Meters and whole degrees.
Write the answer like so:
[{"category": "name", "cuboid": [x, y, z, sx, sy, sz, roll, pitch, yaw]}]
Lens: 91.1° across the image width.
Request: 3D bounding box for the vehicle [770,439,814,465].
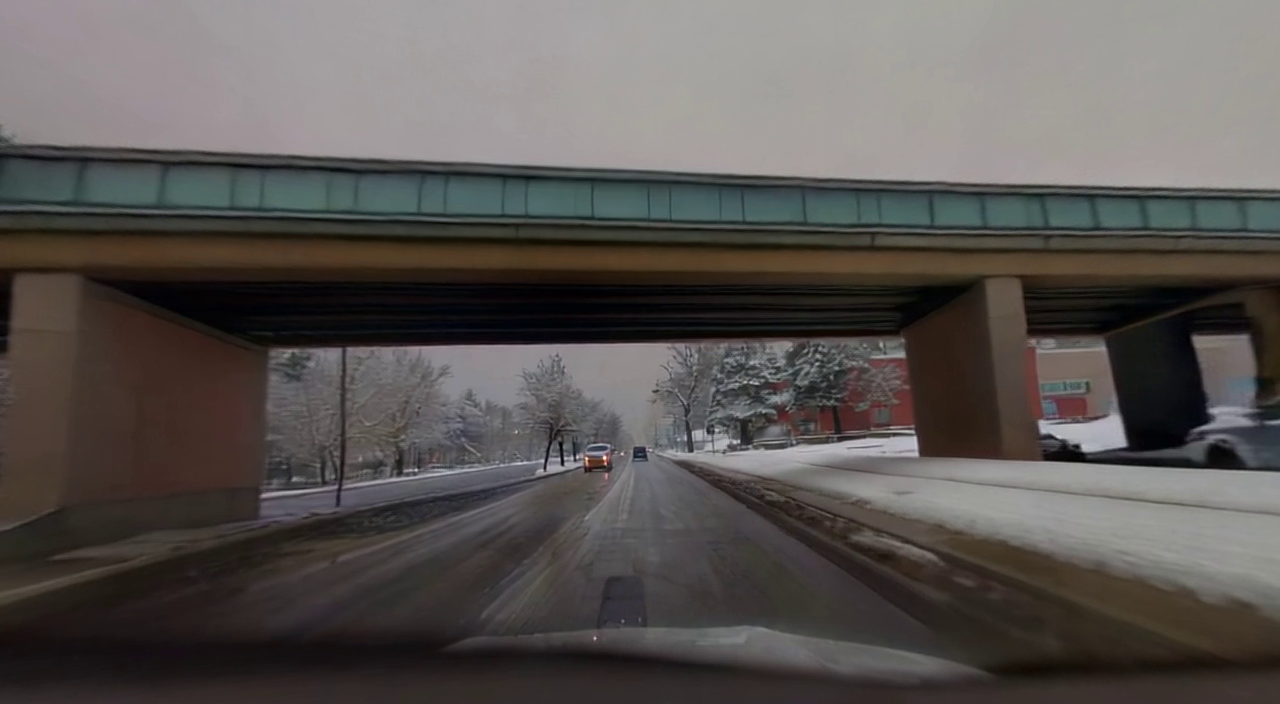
[{"category": "vehicle", "cuboid": [11.599, 7.653, 48.173, 2.051, 1.534, 4.466, -11, -8, -1]}]
